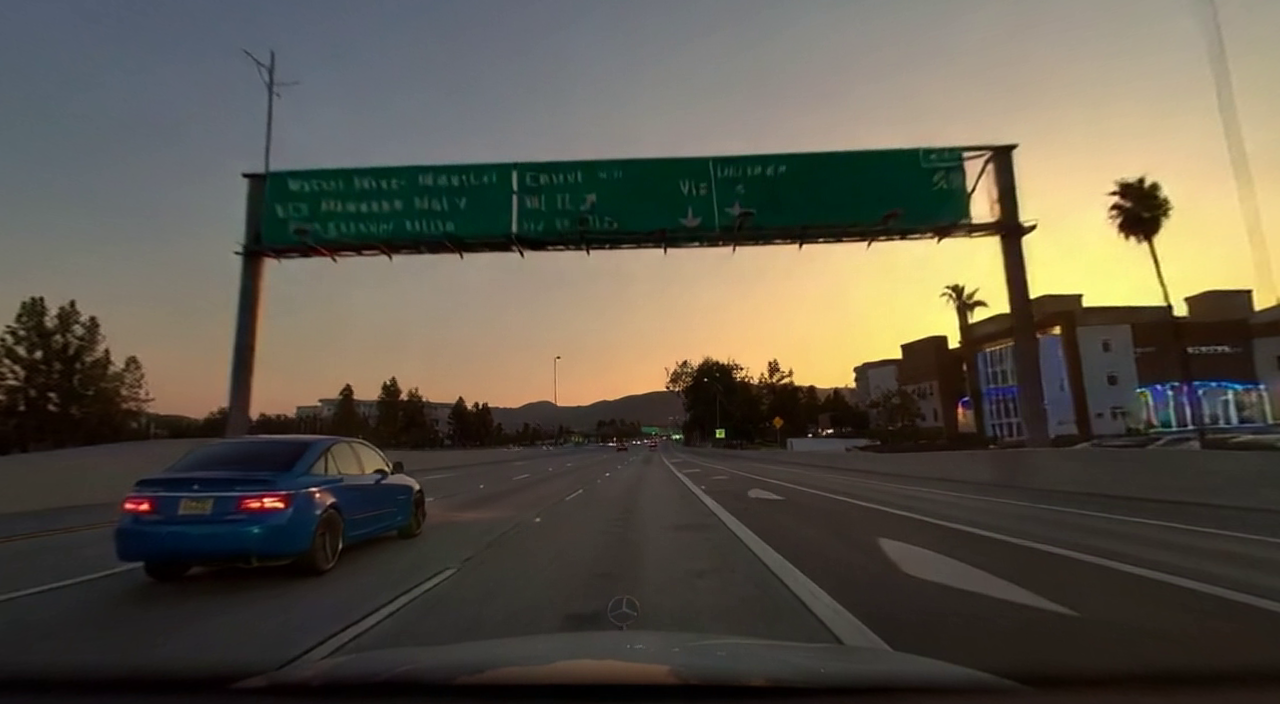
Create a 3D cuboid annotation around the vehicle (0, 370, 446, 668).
[{"bbox_3d":[-3.829,1.361,6.286,2.145,1.793,4.762,-1,-8,2],"label":"vehicle"}]
